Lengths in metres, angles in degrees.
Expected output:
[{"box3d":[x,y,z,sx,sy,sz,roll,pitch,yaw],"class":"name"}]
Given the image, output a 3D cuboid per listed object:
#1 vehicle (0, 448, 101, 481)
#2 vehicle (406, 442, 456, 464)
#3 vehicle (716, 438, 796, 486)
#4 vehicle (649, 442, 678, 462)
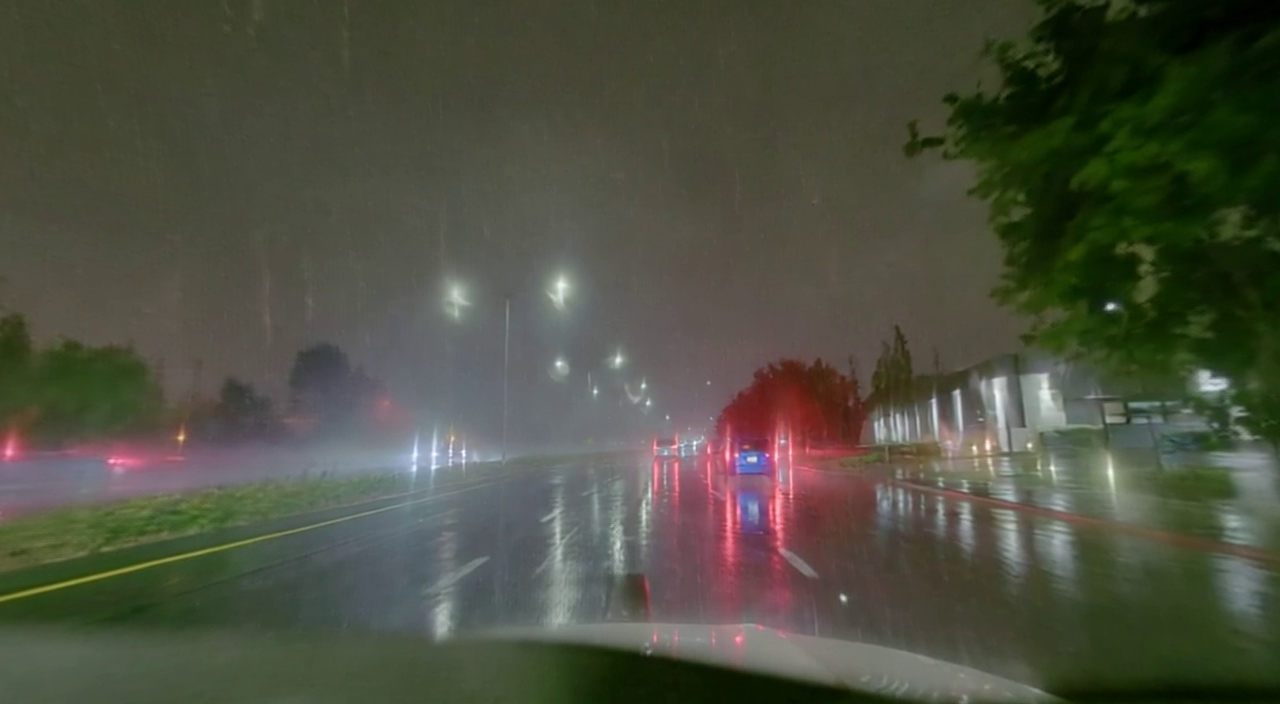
[{"box3d":[-27.659,5.074,28.575,4.456,1.428,1.950,1,-8,-6],"class":"vehicle"},{"box3d":[-15.200,7.351,46.063,2.055,1.495,4.772,0,-8,0],"class":"vehicle"},{"box3d":[3.941,3.807,22.149,1.981,1.499,4.536,0,-8,0],"class":"vehicle"},{"box3d":[1.891,7.871,49.651,2.059,1.477,3.988,-1,-8,5],"class":"vehicle"}]
